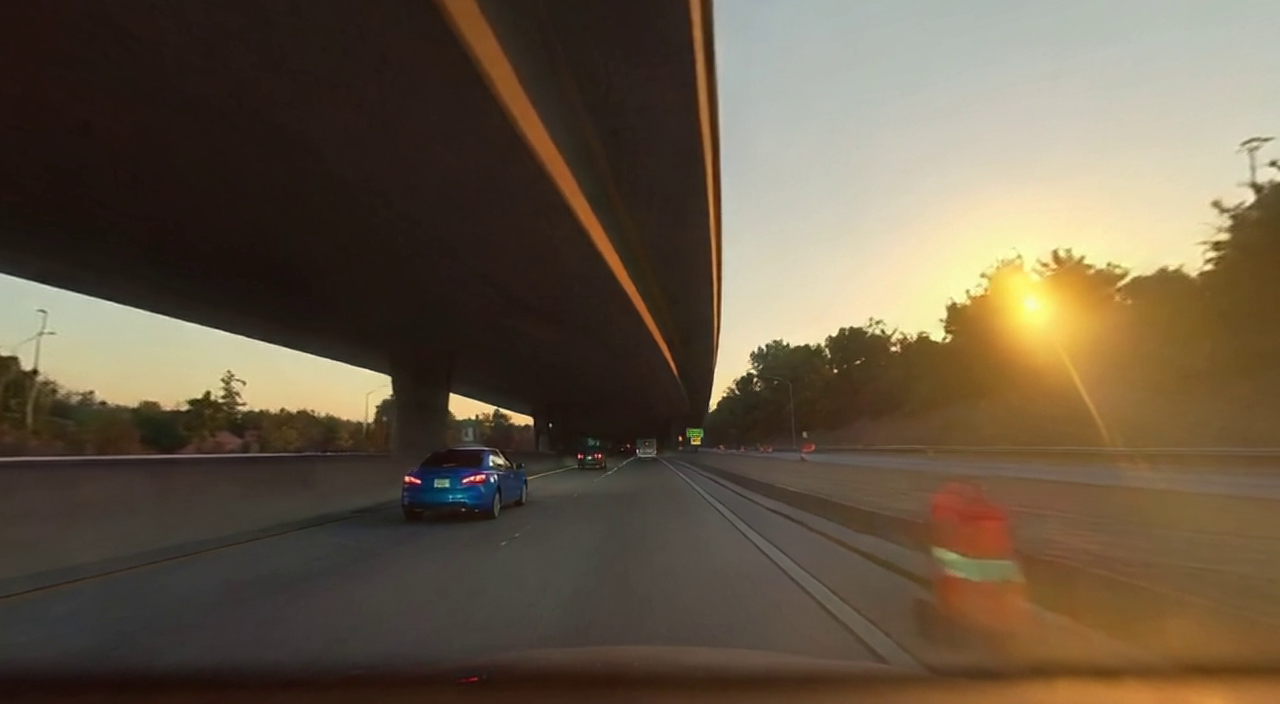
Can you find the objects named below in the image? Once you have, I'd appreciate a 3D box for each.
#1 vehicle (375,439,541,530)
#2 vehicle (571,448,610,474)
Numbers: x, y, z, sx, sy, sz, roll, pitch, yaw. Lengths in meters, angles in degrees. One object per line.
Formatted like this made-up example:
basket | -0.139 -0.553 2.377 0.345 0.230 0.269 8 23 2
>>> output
vehicle | -3.436 2.593 12.990 2.012 1.510 4.672 0 -9 0
vehicle | -2.910 6.481 37.741 1.965 1.459 4.145 0 -9 0
